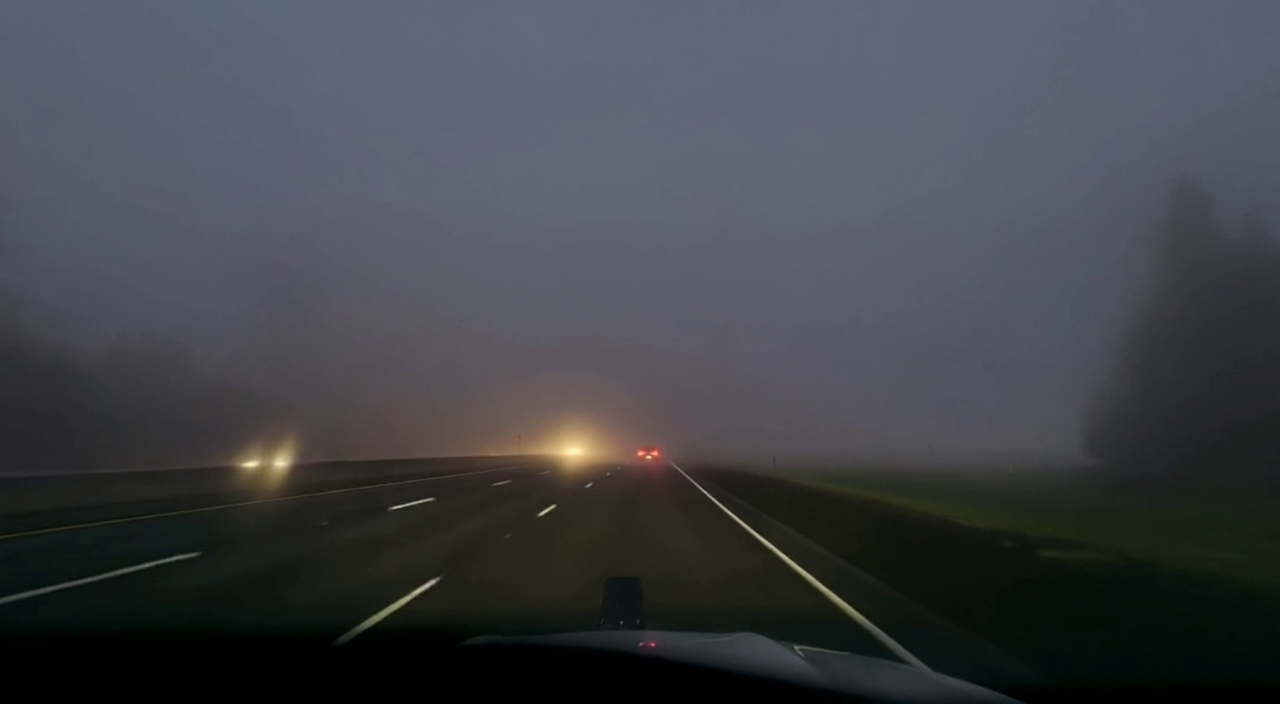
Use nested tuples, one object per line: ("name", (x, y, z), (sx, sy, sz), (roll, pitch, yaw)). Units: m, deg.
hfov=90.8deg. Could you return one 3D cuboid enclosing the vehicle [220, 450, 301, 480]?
("vehicle", (-20.460, 6.088, 34.215), (1.785, 1.476, 4.034), (0, -9, 1))
